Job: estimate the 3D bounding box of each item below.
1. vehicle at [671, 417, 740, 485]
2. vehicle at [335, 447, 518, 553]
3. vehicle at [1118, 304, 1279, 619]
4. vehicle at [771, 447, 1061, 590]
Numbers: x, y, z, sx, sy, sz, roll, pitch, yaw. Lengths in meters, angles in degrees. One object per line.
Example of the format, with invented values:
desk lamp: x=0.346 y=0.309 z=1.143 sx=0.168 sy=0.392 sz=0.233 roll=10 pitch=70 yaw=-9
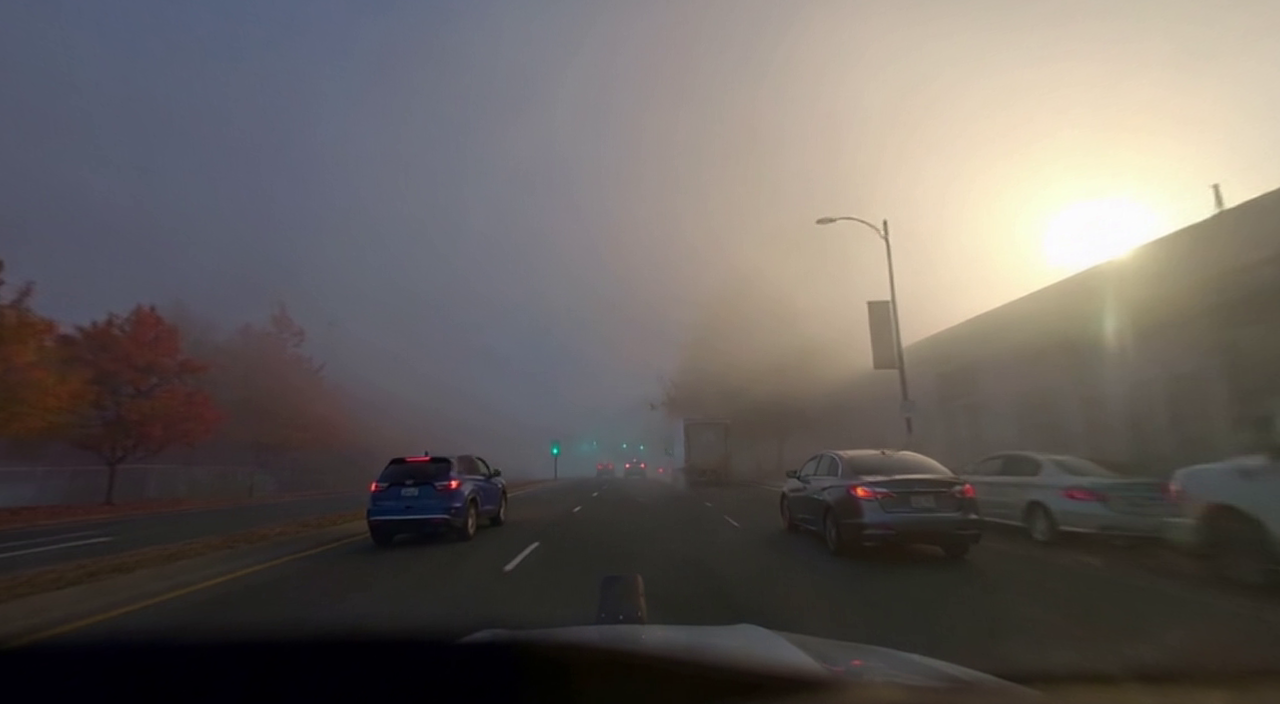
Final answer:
vehicle: x=3.839 y=6.212 z=39.747 sx=3.003 sy=3.680 sz=10.684 roll=0 pitch=-9 yaw=-1
vehicle: x=-3.598 y=2.538 z=11.589 sx=1.751 sy=1.540 sz=4.481 roll=0 pitch=-9 yaw=1
vehicle: x=6.851 y=0.780 z=4.389 sx=2.483 sy=2.707 sz=5.496 roll=0 pitch=-9 yaw=-2
vehicle: x=3.388 y=2.116 z=9.071 sx=1.915 sy=1.449 sz=4.970 roll=0 pitch=-9 yaw=0
